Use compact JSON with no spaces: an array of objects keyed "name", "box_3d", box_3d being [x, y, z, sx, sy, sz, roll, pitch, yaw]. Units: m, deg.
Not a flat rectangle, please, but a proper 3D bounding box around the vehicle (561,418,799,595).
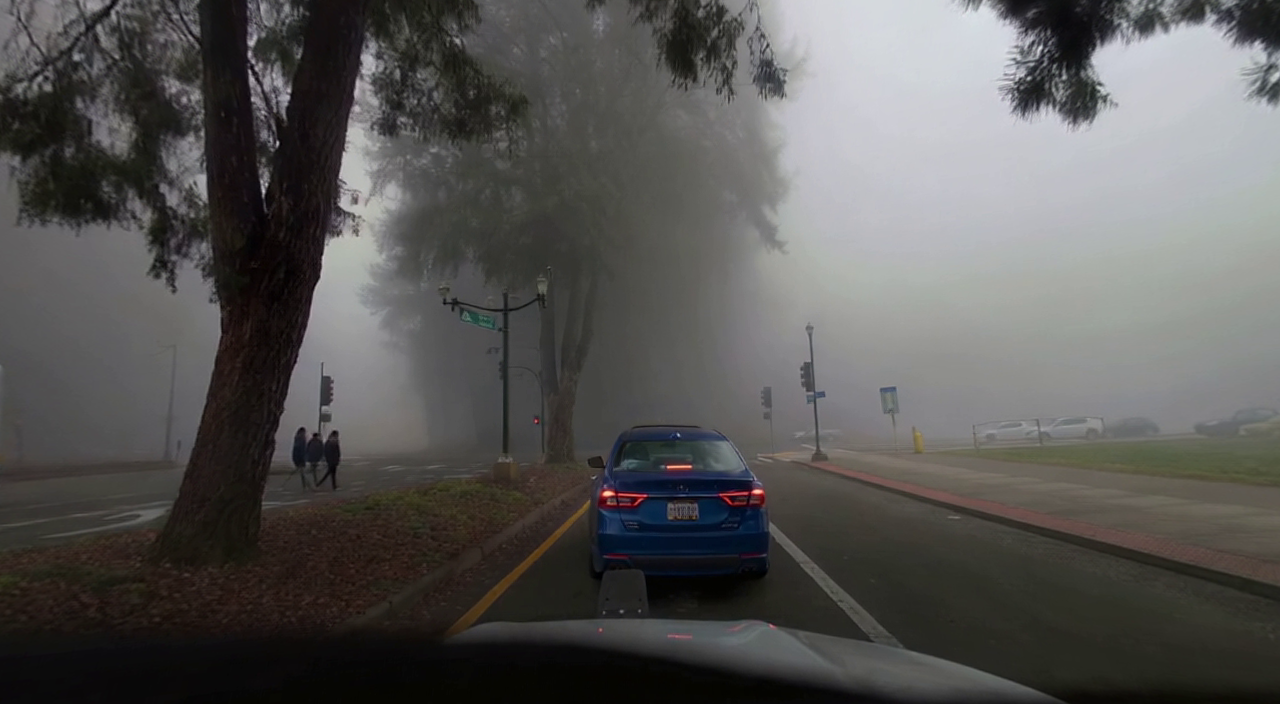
[{"name":"vehicle","box_3d":[0.381,1.615,7.400,2.035,1.499,3.799,0,-8,1]}]
